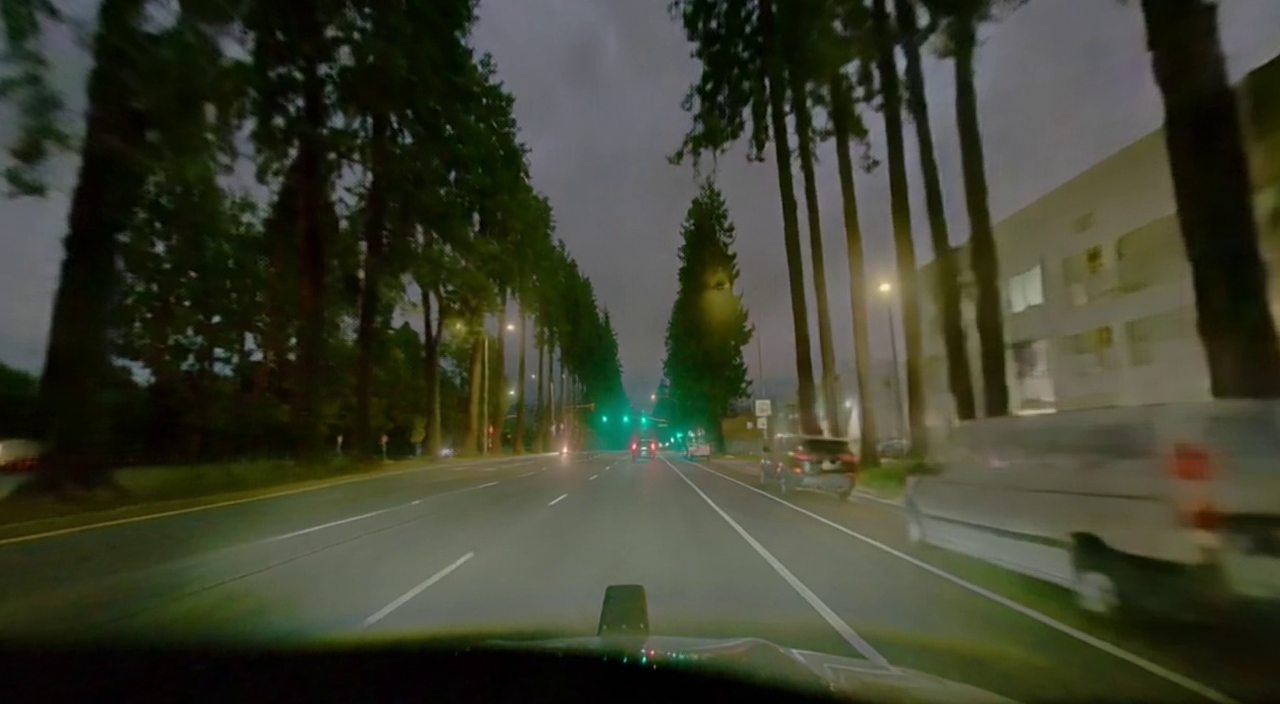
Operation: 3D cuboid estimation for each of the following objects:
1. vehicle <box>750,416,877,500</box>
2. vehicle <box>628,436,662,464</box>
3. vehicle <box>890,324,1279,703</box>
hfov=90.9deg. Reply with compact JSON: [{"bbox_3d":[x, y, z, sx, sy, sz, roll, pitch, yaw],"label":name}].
[{"bbox_3d":[4.191,2.644,16.028,2.109,1.838,4.204,0,-8,2],"label":"vehicle"},{"bbox_3d":[0.335,6.618,42.663,2.169,1.751,4.276,0,-8,1],"label":"vehicle"},{"bbox_3d":[4.206,1.136,5.301,2.298,1.903,4.655,0,-8,1],"label":"vehicle"}]
